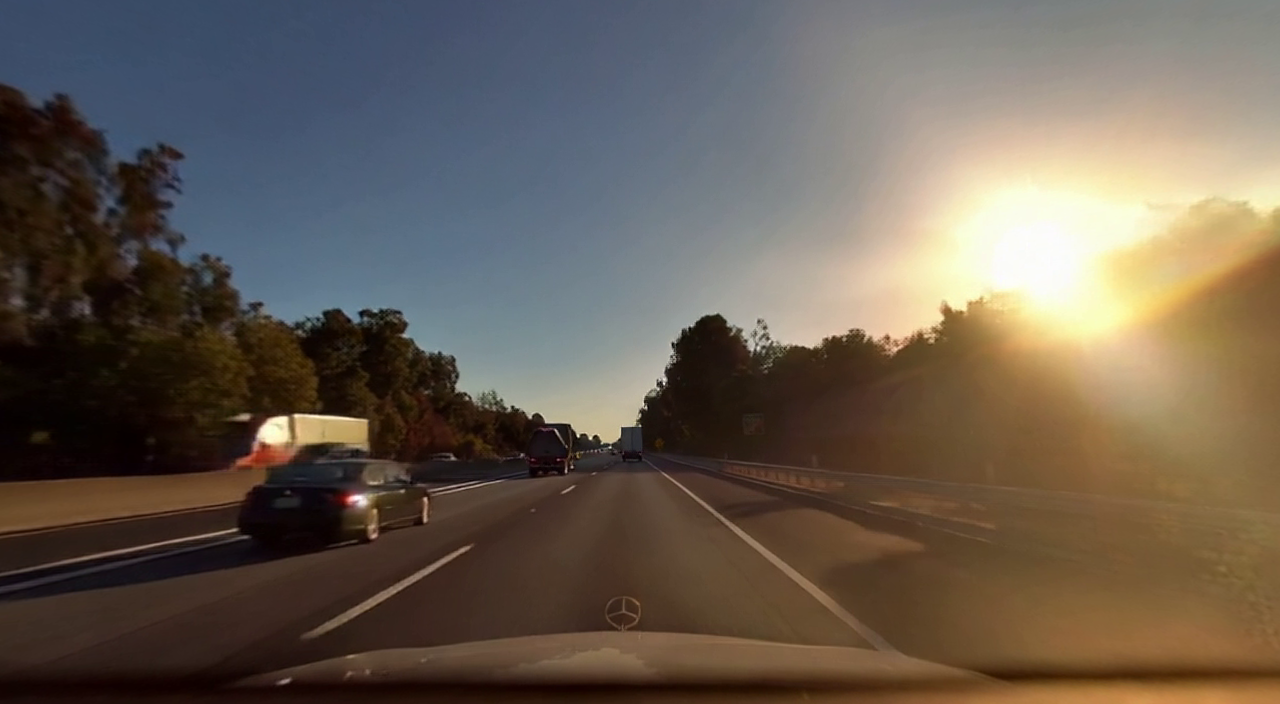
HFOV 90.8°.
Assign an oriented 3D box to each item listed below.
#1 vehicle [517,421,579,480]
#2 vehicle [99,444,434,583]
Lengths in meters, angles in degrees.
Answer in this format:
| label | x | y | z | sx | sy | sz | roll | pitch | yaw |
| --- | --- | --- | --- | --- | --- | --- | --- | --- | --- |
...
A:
| label | x | y | z | sx | sy | sz | roll | pitch | yaw |
| --- | --- | --- | --- | --- | --- | --- | --- | --- | --- |
| vehicle | -4.714 | 5.205 | 33.392 | 2.368 | 2.813 | 6.329 | 0 | -9 | -1 |
| vehicle | -4.781 | 2.105 | 9.147 | 1.979 | 1.459 | 4.643 | 0 | -9 | 1 |
